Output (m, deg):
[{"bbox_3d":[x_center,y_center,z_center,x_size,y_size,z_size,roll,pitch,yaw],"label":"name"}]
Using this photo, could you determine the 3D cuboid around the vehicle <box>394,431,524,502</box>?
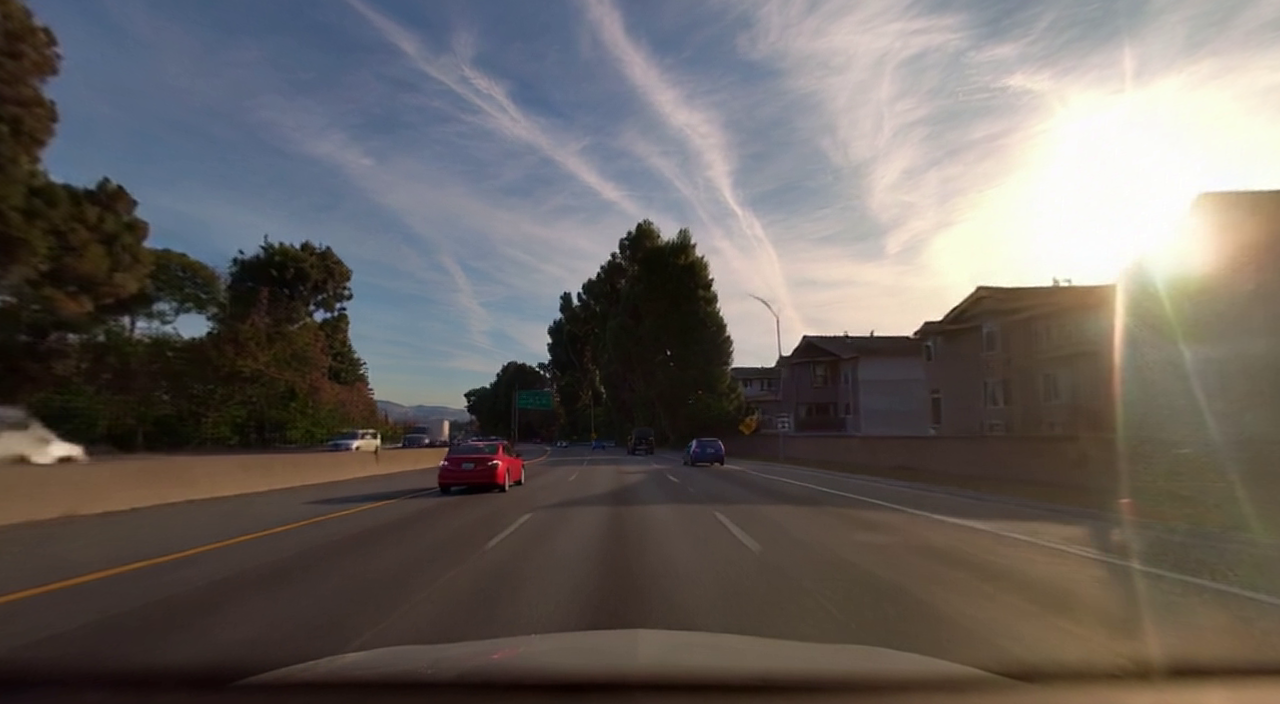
[{"bbox_3d":[-4.363,2.824,15.990,2.036,1.528,4.400,0,-8,-1],"label":"vehicle"}]

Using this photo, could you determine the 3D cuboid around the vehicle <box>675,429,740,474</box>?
[{"bbox_3d":[2.712,4.141,26.341,2.092,1.686,4.188,1,-9,-3],"label":"vehicle"}]

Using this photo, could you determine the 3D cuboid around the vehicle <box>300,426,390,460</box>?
[{"bbox_3d":[-17.449,5.432,37.673,2.878,1.844,5.557,1,-9,-3],"label":"vehicle"}]
